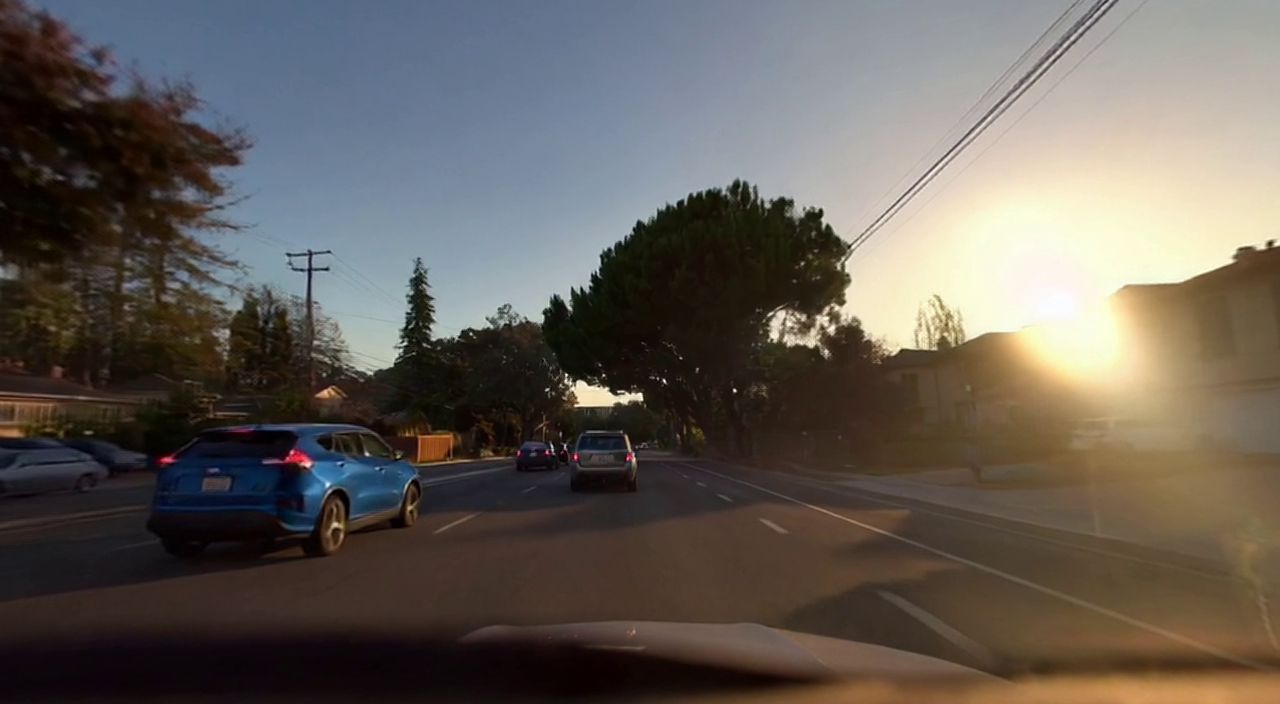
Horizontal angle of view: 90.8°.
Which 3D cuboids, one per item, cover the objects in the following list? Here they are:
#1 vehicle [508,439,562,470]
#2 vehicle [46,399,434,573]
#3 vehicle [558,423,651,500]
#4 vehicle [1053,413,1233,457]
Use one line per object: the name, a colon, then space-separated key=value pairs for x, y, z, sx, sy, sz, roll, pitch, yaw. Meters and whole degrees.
vehicle: x=-5.376 y=5.307 z=32.977 sx=2.014 sy=1.493 sz=4.658 roll=0 pitch=-8 yaw=0
vehicle: x=-4.763 y=1.676 z=8.684 sx=2.243 sy=1.722 sz=4.621 roll=0 pitch=-8 yaw=1
vehicle: x=-0.846 y=2.820 z=16.658 sx=2.131 sy=1.761 sz=4.242 roll=0 pitch=-8 yaw=-1
vehicle: x=17.405 y=2.905 z=22.071 sx=4.500 sy=1.442 sz=1.930 roll=-1 pitch=-8 yaw=4
